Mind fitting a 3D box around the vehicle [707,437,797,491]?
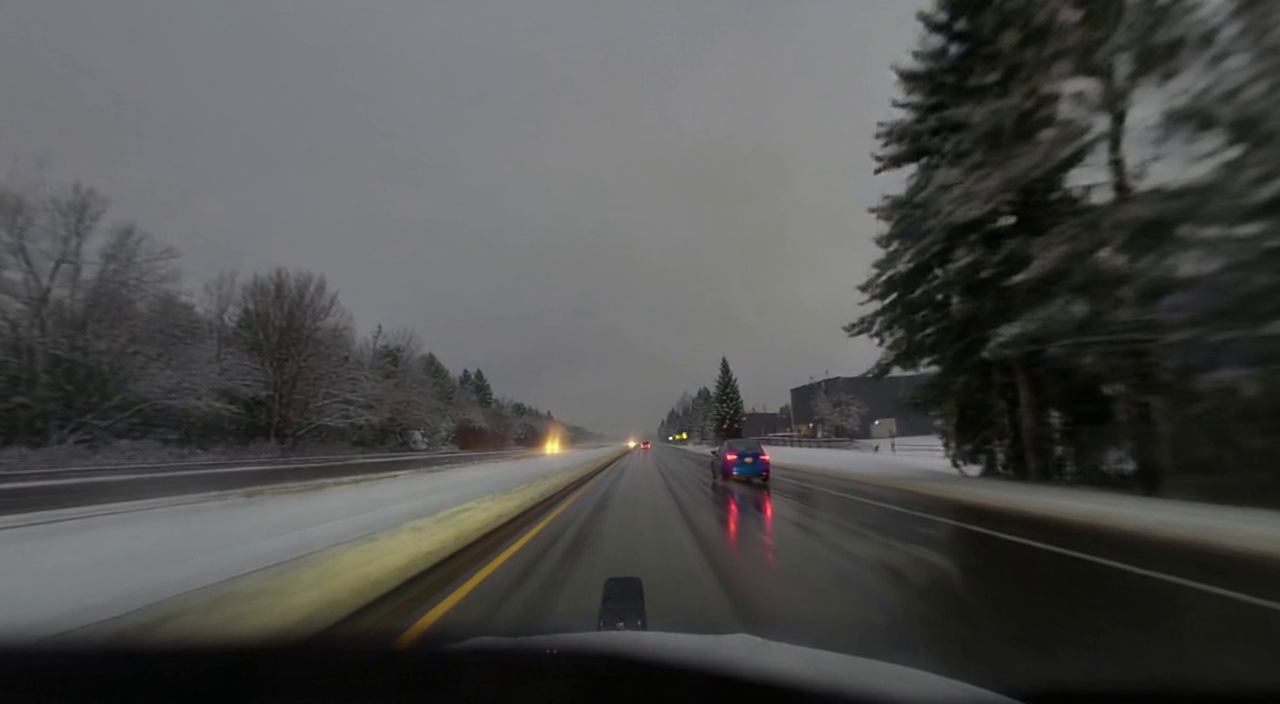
[{"bbox_3d":[3.485,3.568,20.336,2.079,1.531,3.997,0,-8,-1],"label":"vehicle"}]
